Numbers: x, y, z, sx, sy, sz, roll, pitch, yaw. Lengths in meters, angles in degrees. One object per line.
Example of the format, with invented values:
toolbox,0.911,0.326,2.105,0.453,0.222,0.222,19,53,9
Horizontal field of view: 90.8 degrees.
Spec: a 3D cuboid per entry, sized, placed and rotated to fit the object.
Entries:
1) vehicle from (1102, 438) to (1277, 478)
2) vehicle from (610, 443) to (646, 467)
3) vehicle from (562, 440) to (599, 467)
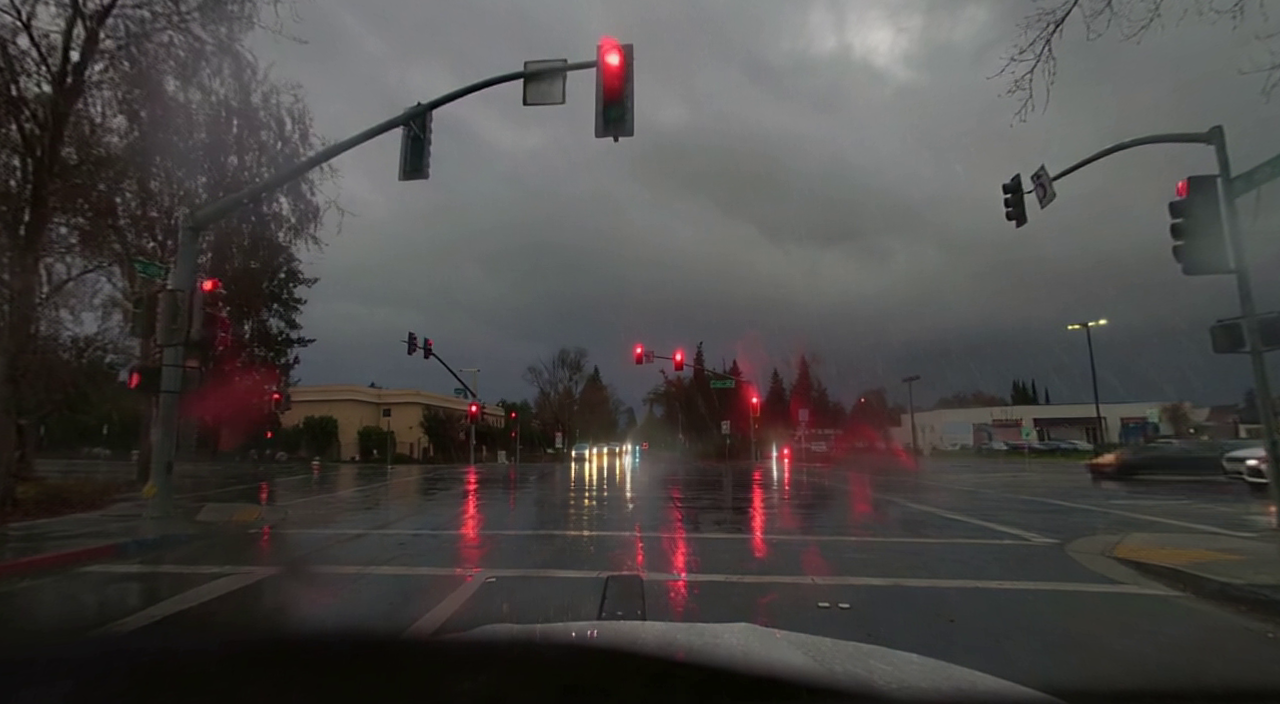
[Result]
vehicle,20.997,4.074,24.401,4.628,1.414,1.897,-3,-9,17
vehicle,-0.839,6.835,42.032,2.056,1.492,3.937,1,-9,-6
vehicle,-4.088,7.104,44.289,2.251,1.756,4.610,0,-9,-1
